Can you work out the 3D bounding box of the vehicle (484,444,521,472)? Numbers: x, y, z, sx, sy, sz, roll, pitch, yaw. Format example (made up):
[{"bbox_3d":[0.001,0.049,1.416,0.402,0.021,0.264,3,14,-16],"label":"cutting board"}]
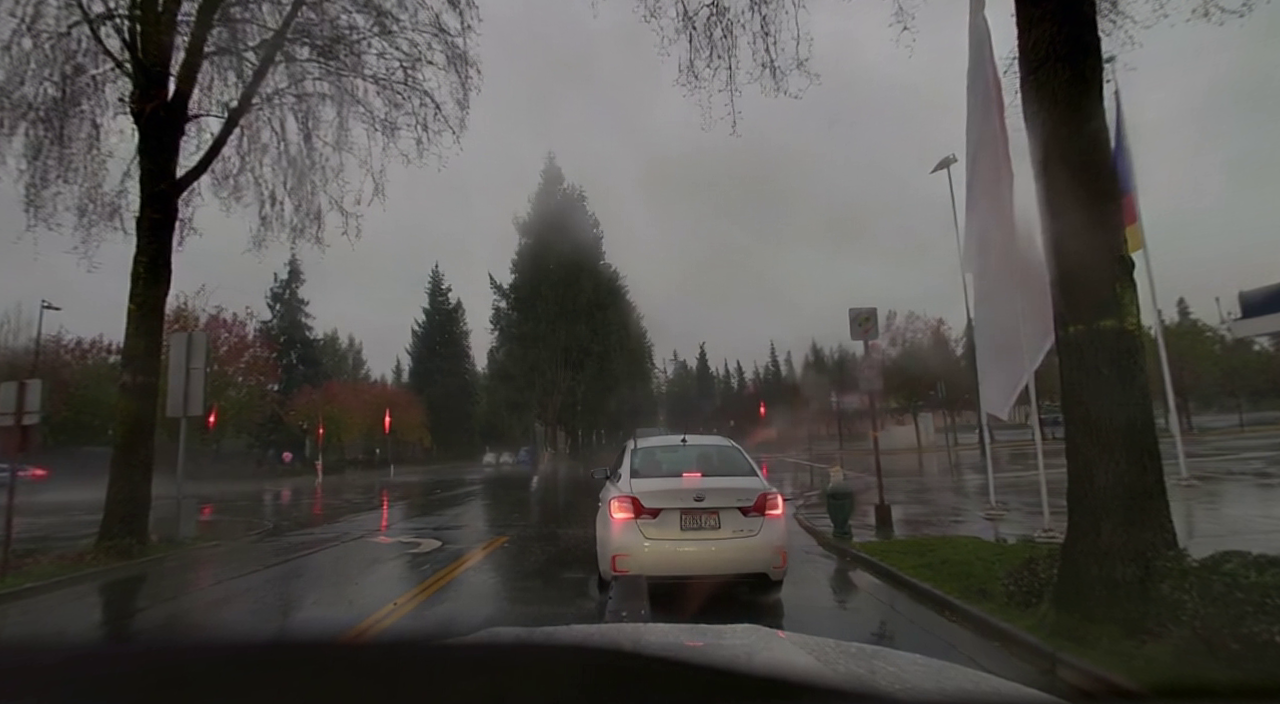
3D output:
[{"bbox_3d":[-10.234,7.880,47.173,2.212,1.948,4.537,1,-9,-6],"label":"vehicle"}]

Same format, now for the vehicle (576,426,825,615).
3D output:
[{"bbox_3d":[0.386,1.620,6.892,1.985,1.463,3.647,0,-9,-3],"label":"vehicle"}]
